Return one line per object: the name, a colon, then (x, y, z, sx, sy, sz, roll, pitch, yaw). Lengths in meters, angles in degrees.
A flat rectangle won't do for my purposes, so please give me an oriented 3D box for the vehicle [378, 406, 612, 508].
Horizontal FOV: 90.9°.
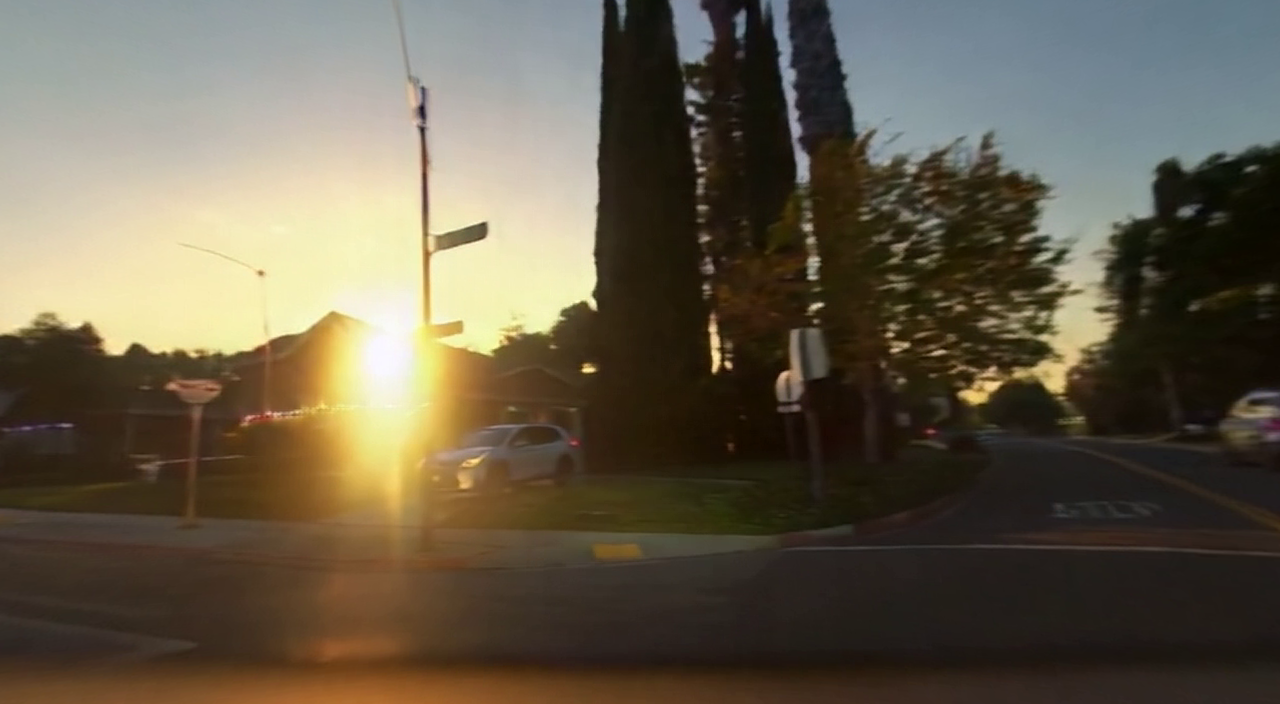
vehicle: (-3.066, 2.316, 15.130, 2.286, 1.915, 5.980, -4, -7, 24)
